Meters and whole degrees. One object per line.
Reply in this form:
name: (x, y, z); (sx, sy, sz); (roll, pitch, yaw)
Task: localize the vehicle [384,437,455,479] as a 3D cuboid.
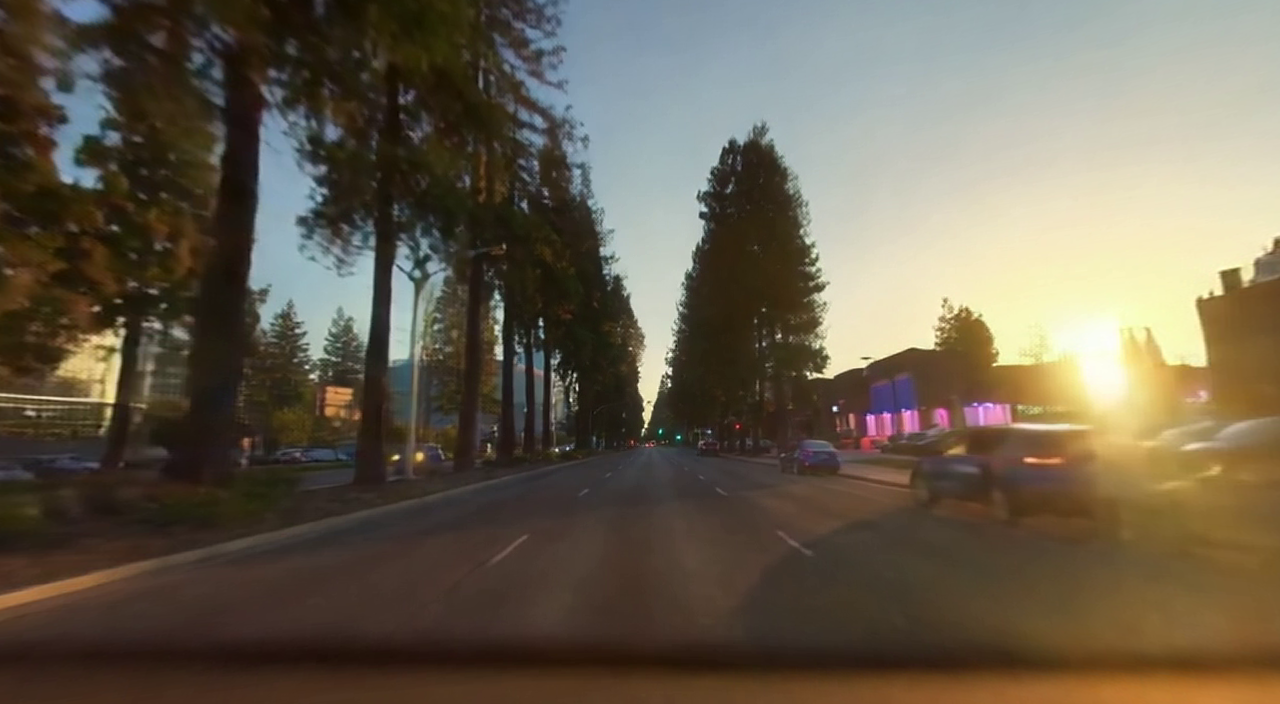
vehicle: (-12.076, 5.792, 34.896); (2.157, 2.139, 4.800); (0, -8, 0)

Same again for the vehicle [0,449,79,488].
vehicle: (-31.935, 5.895, 31.957); (4.797, 1.850, 2.224); (0, -8, 0)

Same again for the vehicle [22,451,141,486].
vehicle: (-32.247, 6.705, 36.486); (4.740, 1.853, 2.161); (0, -8, -1)

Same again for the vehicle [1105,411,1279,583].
vehicle: (7.031, 1.376, 6.024); (1.919, 1.616, 4.315); (0, -8, 2)

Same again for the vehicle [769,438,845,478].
vehicle: (7.281, 4.654, 28.075); (2.122, 1.602, 4.928); (-1, -8, 1)

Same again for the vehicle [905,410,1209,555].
vehicle: (7.101, 2.244, 11.675); (2.157, 2.057, 4.994); (0, -8, 0)
